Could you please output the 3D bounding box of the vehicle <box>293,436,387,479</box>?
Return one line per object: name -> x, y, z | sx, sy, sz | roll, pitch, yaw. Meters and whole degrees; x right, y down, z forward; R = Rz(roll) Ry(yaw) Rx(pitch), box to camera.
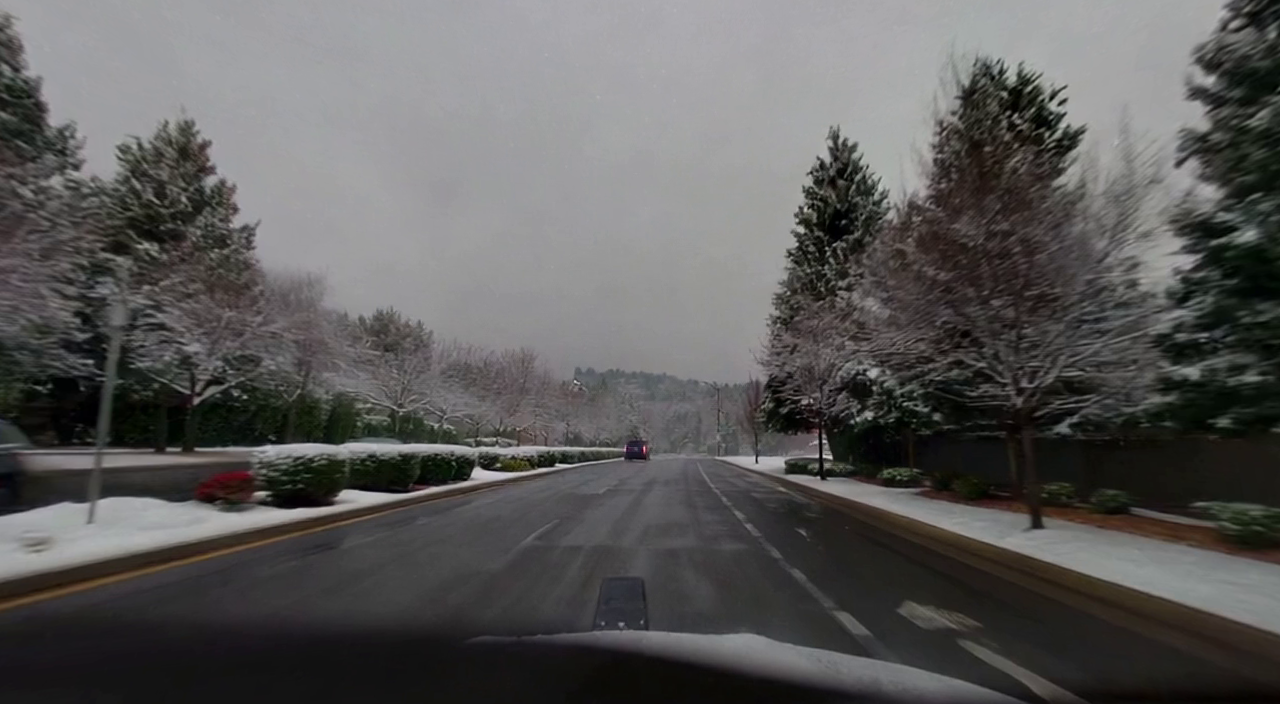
vehicle -> -11.337, 3.991, 24.114 | 1.740, 1.509, 3.561 | 0, -8, 2
